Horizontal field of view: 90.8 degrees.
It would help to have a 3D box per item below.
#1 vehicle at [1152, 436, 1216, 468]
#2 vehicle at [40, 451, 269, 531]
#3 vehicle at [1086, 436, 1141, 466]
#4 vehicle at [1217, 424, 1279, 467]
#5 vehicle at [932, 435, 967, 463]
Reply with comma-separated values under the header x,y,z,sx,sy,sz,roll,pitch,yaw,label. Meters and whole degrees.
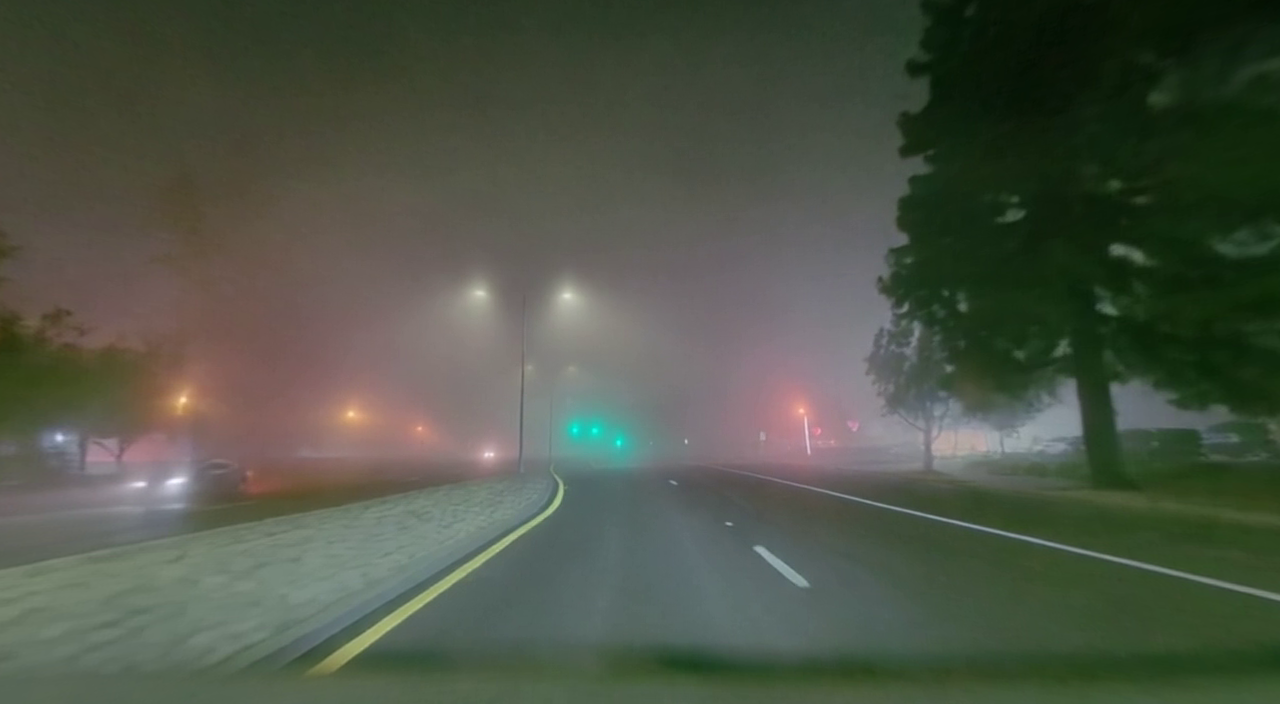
x,y,z,sx,sy,sz,roll,pitch,yaw,label
26.612,4.861,30.860,1.928,1.437,3.935,-8,-11,44,vehicle
-11.199,3.174,15.133,2.032,1.480,4.591,0,-8,-3,vehicle
24.397,5.055,32.466,1.910,1.415,4.383,-7,-10,39,vehicle
28.478,4.274,28.927,4.634,1.789,2.149,6,-10,-38,vehicle
23.664,7.453,48.429,2.177,1.983,5.217,-3,-10,24,vehicle
